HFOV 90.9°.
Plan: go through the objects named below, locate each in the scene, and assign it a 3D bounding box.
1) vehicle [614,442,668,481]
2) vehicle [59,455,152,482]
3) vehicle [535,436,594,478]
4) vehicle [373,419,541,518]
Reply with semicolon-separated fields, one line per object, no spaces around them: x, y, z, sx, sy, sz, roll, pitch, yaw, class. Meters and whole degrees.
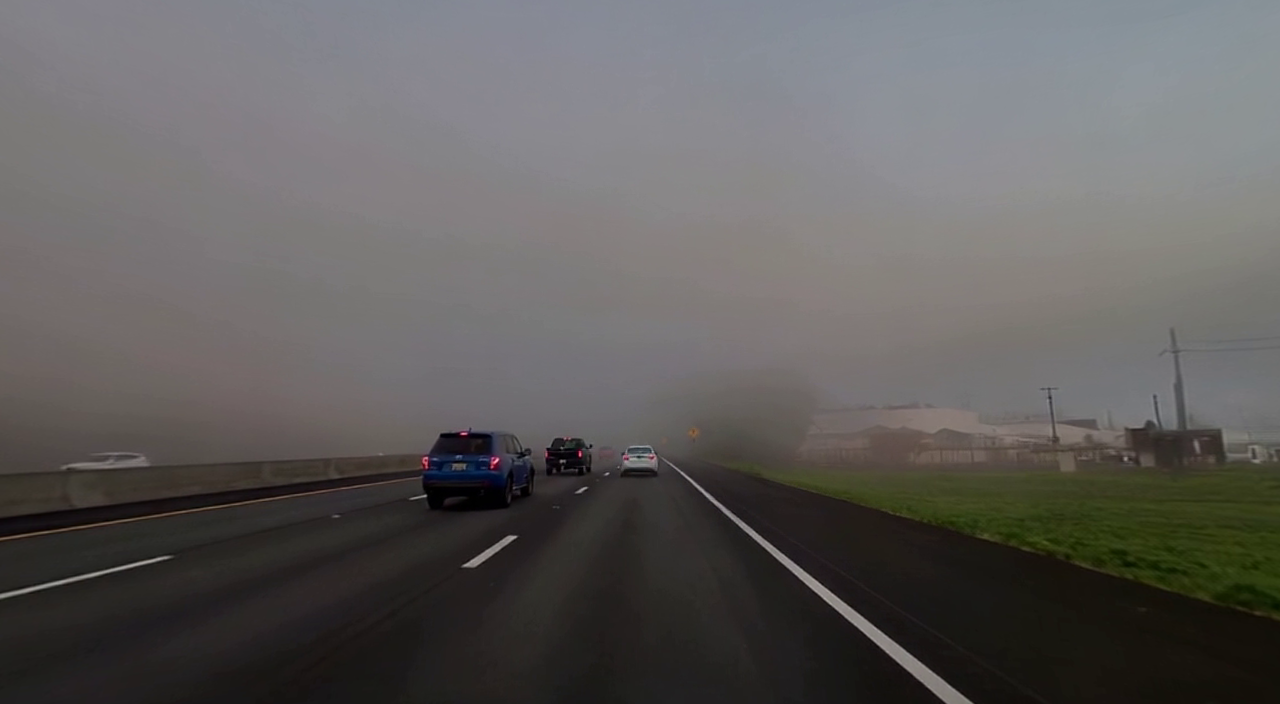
0.000;4.474;26.026;2.047;1.473;3.978;0;-8;-1;vehicle
-35.234;7.663;41.751;1.947;1.634;4.710;0;-8;0;vehicle
-3.451;4.917;29.730;2.133;1.789;4.518;-1;-8;1;vehicle
-3.916;2.621;14.755;2.198;1.848;5.346;-1;-8;1;vehicle
